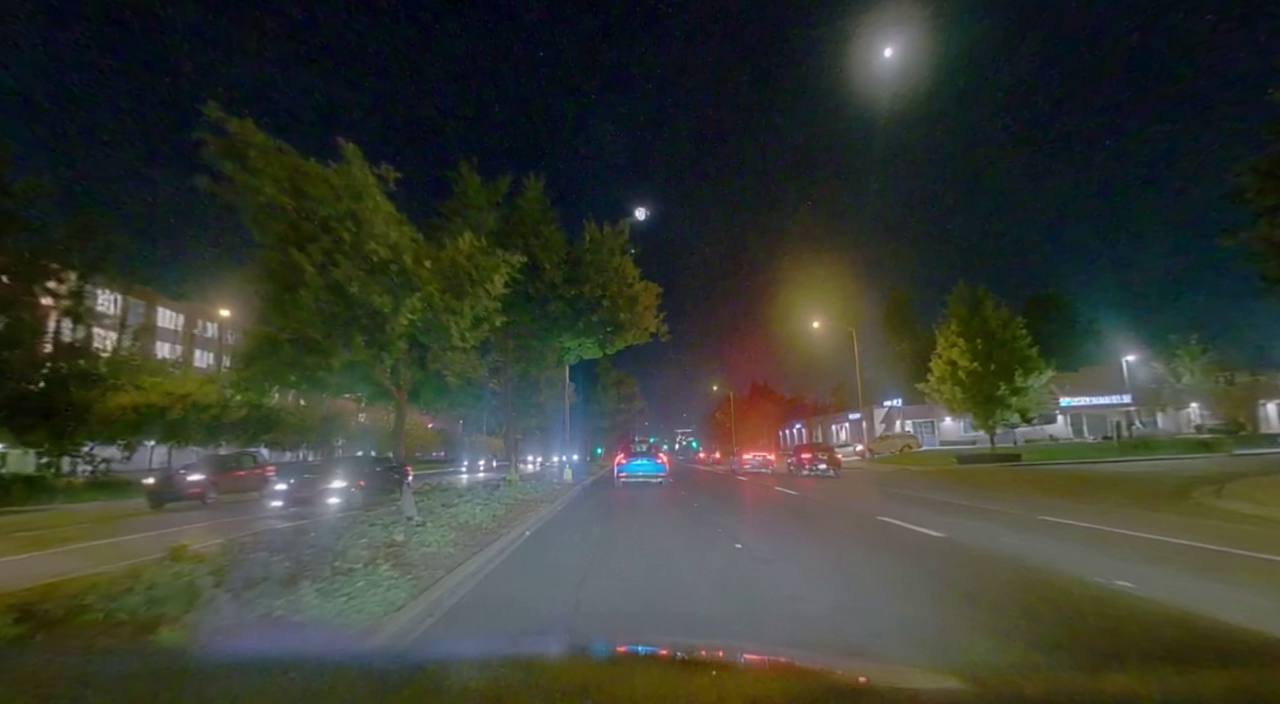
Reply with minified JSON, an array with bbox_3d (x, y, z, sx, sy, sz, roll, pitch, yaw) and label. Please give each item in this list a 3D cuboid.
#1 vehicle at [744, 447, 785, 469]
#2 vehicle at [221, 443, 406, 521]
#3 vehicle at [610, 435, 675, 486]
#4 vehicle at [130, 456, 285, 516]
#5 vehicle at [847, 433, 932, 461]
[{"bbox_3d":[9.036,7.752,46.262,2.045,1.484,4.342,0,-9,-1],"label":"vehicle"},{"bbox_3d":[-7.918,3.165,15.978,2.127,1.660,4.607,0,-9,1],"label":"vehicle"},{"bbox_3d":[0.042,4.114,24.284,2.266,1.762,4.131,0,-9,-1],"label":"vehicle"},{"bbox_3d":[-13.106,4.051,19.536,1.992,1.556,4.035,0,-9,-2],"label":"vehicle"},{"bbox_3d":[19.621,7.517,49.907,5.677,2.171,2.393,-1,-9,4],"label":"vehicle"}]
